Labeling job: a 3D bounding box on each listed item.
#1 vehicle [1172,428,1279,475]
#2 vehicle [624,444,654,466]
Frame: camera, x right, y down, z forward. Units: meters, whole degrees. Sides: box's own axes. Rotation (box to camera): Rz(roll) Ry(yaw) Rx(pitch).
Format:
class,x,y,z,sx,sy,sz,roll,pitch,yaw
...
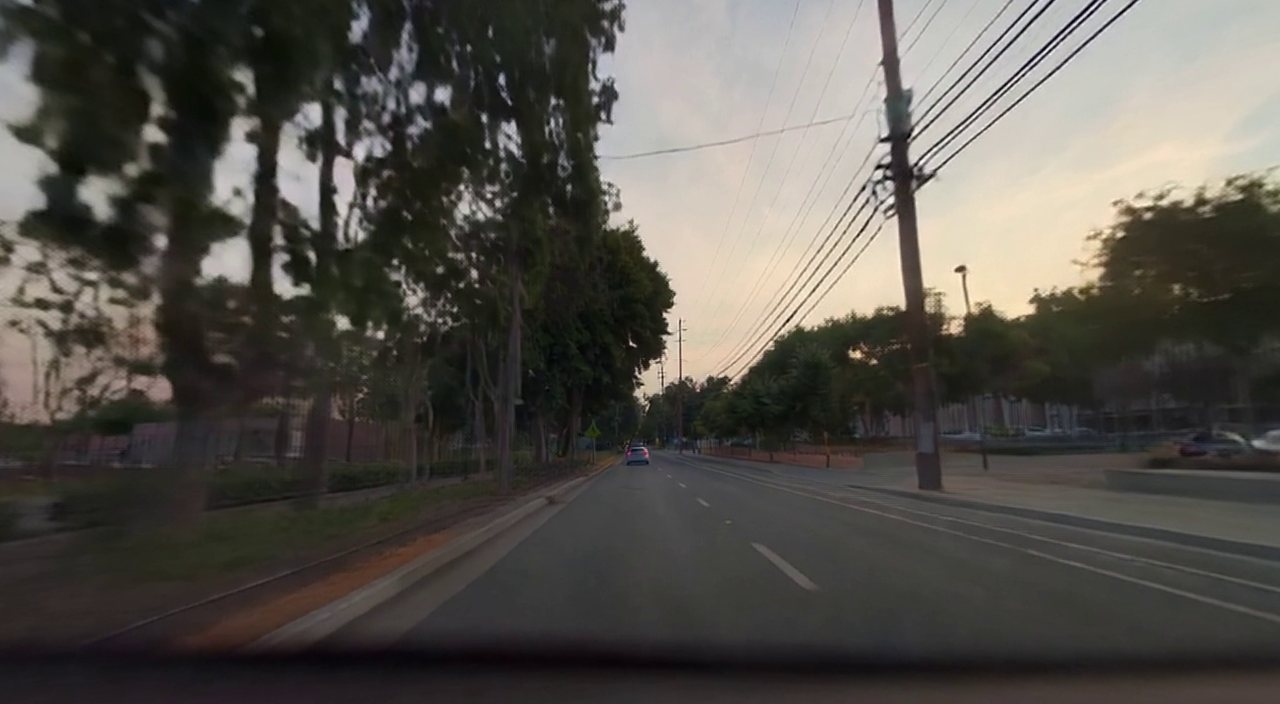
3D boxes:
class,x,y,z,sx,sy,sz,roll,pitch,yaw
vehicle,25.873,4.143,26.256,2.189,1.805,5.633,0,-10,-6
vehicle,-0.090,7.507,46.243,2.109,1.501,4.042,0,-8,-1
